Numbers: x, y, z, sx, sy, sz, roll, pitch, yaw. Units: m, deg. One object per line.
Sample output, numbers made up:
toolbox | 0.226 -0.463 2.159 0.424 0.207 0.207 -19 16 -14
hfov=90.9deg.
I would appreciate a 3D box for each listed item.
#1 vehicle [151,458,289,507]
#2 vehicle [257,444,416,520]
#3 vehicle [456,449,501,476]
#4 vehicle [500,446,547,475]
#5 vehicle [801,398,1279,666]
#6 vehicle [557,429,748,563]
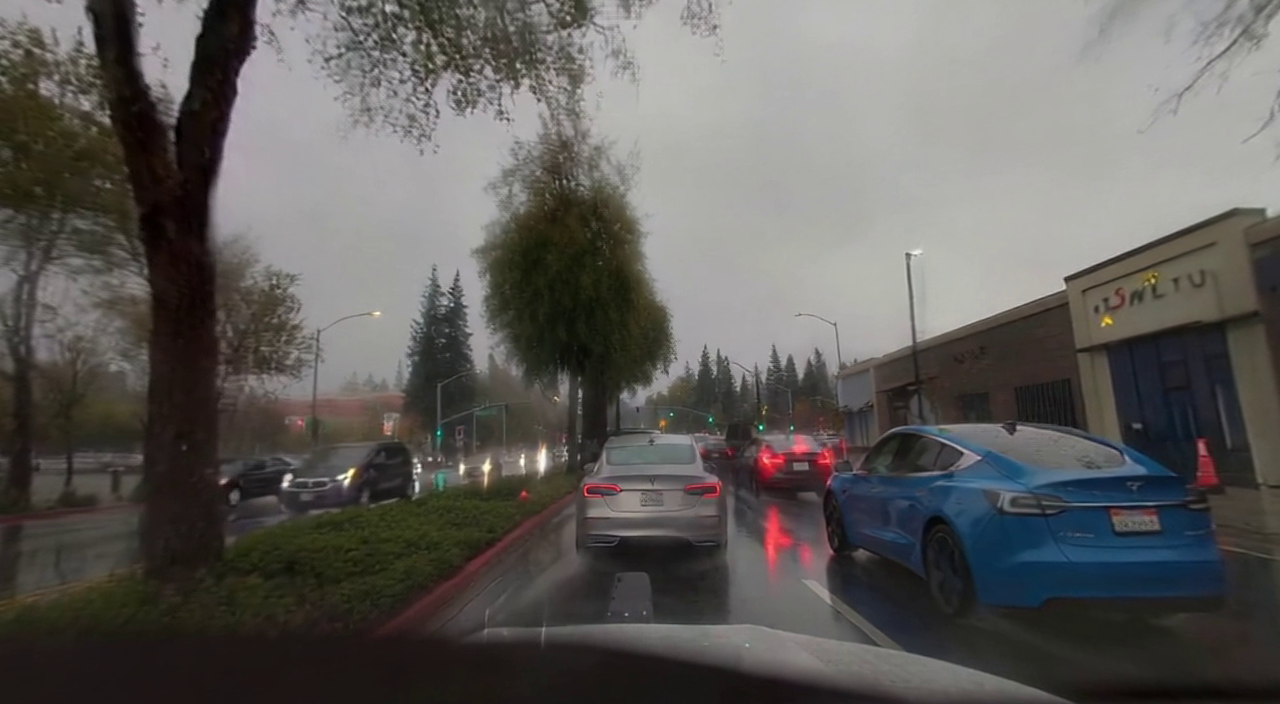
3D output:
vehicle | -14.912 4.630 22.717 1.999 1.462 4.200 0 -8 1
vehicle | -7.591 3.236 16.351 1.968 1.682 4.213 0 -8 1
vehicle | -10.423 7.149 40.944 1.690 1.628 4.281 0 -8 1
vehicle | -7.421 6.962 40.730 2.036 1.705 4.520 0 -8 2
vehicle | 3.215 1.447 6.226 2.038 1.651 4.455 0 -8 0
vehicle | 0.148 1.915 9.116 2.137 1.488 3.938 0 -8 0
